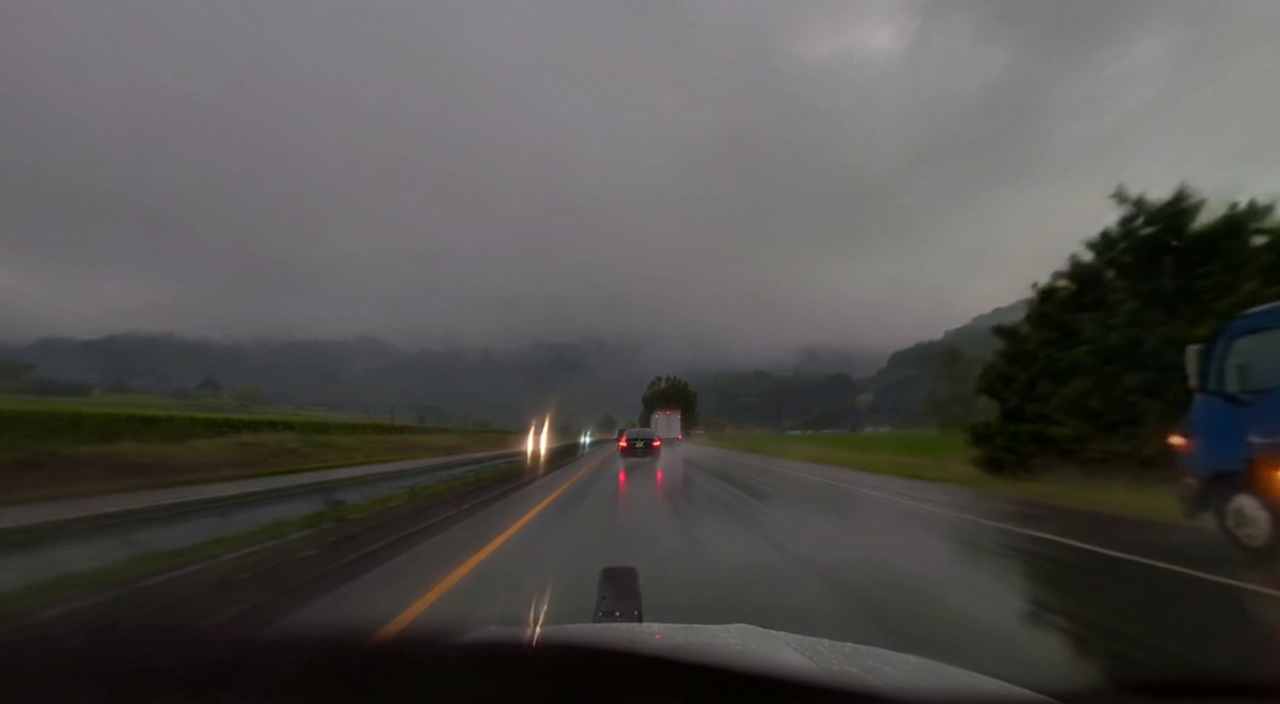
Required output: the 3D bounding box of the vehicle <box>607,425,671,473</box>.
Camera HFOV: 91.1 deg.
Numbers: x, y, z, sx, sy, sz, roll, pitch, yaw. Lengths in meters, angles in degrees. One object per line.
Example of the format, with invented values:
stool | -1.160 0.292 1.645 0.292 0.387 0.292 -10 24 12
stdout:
vehicle | -0.073 3.613 23.632 2.216 1.623 4.220 0 -8 -1
